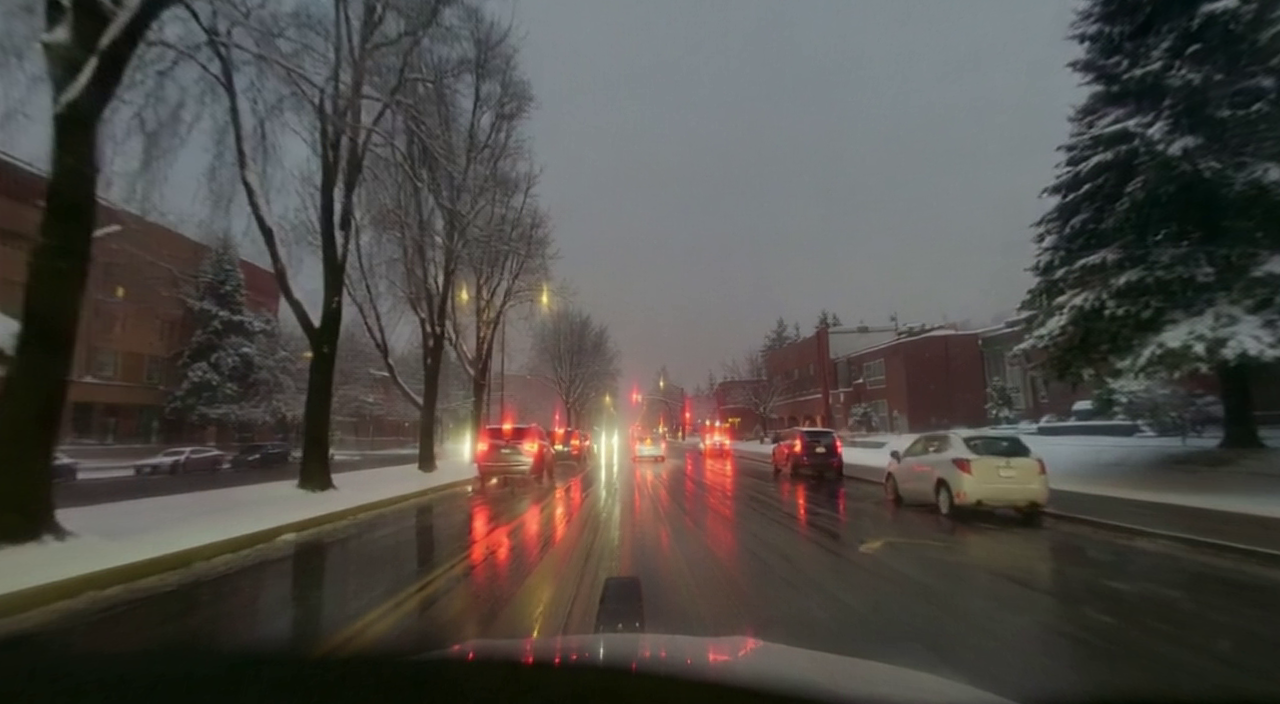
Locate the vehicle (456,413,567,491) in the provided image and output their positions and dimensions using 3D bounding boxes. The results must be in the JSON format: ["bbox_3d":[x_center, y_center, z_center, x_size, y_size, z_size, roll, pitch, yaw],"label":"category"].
[{"bbox_3d":[-3.559,2.896,18.534,2.223,1.957,4.845,-1,-8,0],"label":"vehicle"}]

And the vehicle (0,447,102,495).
[{"bbox_3d":[-21.993,4.102,21.937,2.111,1.554,5.163,-1,-8,0],"label":"vehicle"}]

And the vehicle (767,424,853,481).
[{"bbox_3d":[6.374,3.842,24.320,1.997,1.943,4.409,0,-8,-1],"label":"vehicle"}]

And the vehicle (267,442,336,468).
[{"bbox_3d":[-22.455,6.823,42.119,2.148,1.607,4.428,0,-8,-1],"label":"vehicle"}]

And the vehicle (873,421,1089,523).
[{"bbox_3d":[6.619,2.355,12.909,2.164,1.727,3.955,-1,-8,0],"label":"vehicle"}]

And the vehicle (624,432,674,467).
[{"bbox_3d":[0.364,4.859,31.596,2.201,1.589,3.843,0,-8,-3],"label":"vehicle"}]

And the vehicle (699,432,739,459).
[{"bbox_3d":[5.966,7.114,48.025,2.300,1.903,4.579,0,-8,-2],"label":"vehicle"}]

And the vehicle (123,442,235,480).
[{"bbox_3d":[-22.248,5.239,30.762,1.910,1.632,4.624,-1,-8,0],"label":"vehicle"}]
